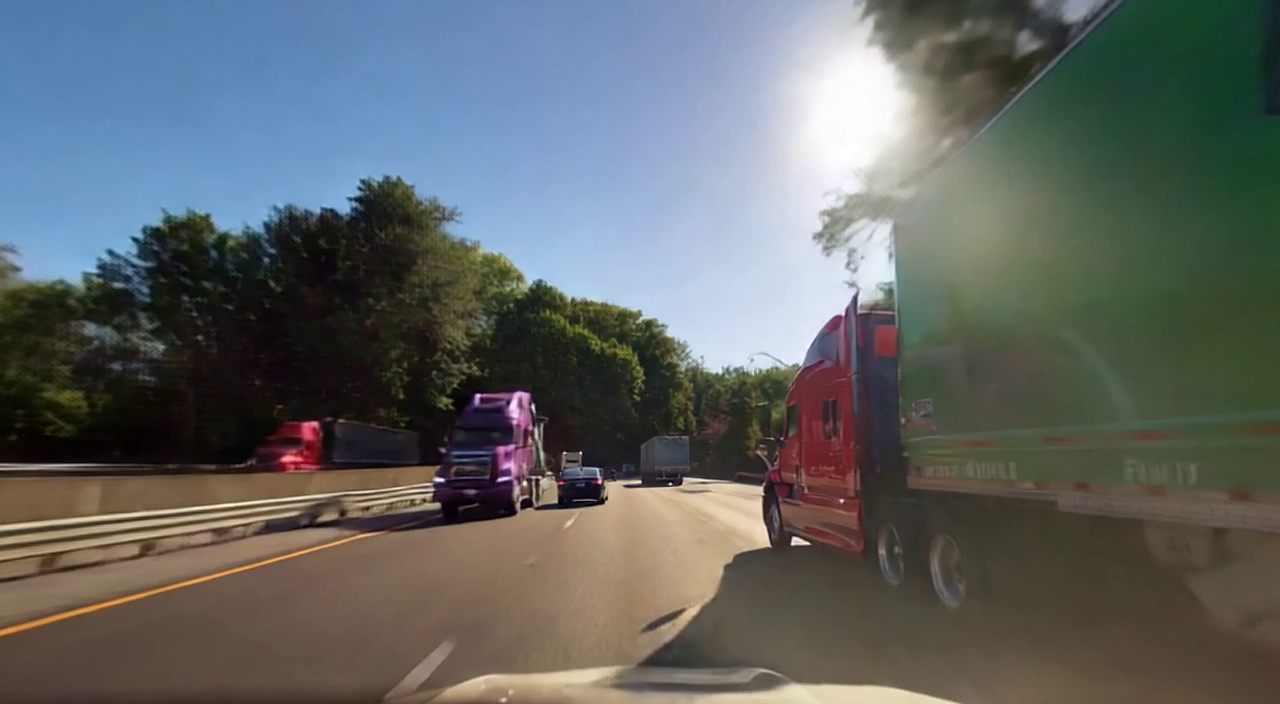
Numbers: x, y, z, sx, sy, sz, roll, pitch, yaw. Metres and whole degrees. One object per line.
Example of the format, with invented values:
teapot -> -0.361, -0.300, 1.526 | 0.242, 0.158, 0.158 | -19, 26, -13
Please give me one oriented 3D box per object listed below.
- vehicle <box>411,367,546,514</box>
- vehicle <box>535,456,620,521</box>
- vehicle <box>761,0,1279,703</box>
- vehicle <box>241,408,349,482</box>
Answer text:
vehicle -> -5.068, 3.017, 21.022 | 3.099, 4.220, 5.196 | 1, -10, -1
vehicle -> -1.660, 3.922, 18.442 | 2.010, 1.580, 4.949 | 1, -11, 0
vehicle -> 3.888, 0.322, 4.805 | 2.856, 4.040, 14.009 | 1, -11, -1
vehicle -> -20.091, 5.600, 37.201 | 2.892, 3.957, 6.081 | 1, -11, -2
